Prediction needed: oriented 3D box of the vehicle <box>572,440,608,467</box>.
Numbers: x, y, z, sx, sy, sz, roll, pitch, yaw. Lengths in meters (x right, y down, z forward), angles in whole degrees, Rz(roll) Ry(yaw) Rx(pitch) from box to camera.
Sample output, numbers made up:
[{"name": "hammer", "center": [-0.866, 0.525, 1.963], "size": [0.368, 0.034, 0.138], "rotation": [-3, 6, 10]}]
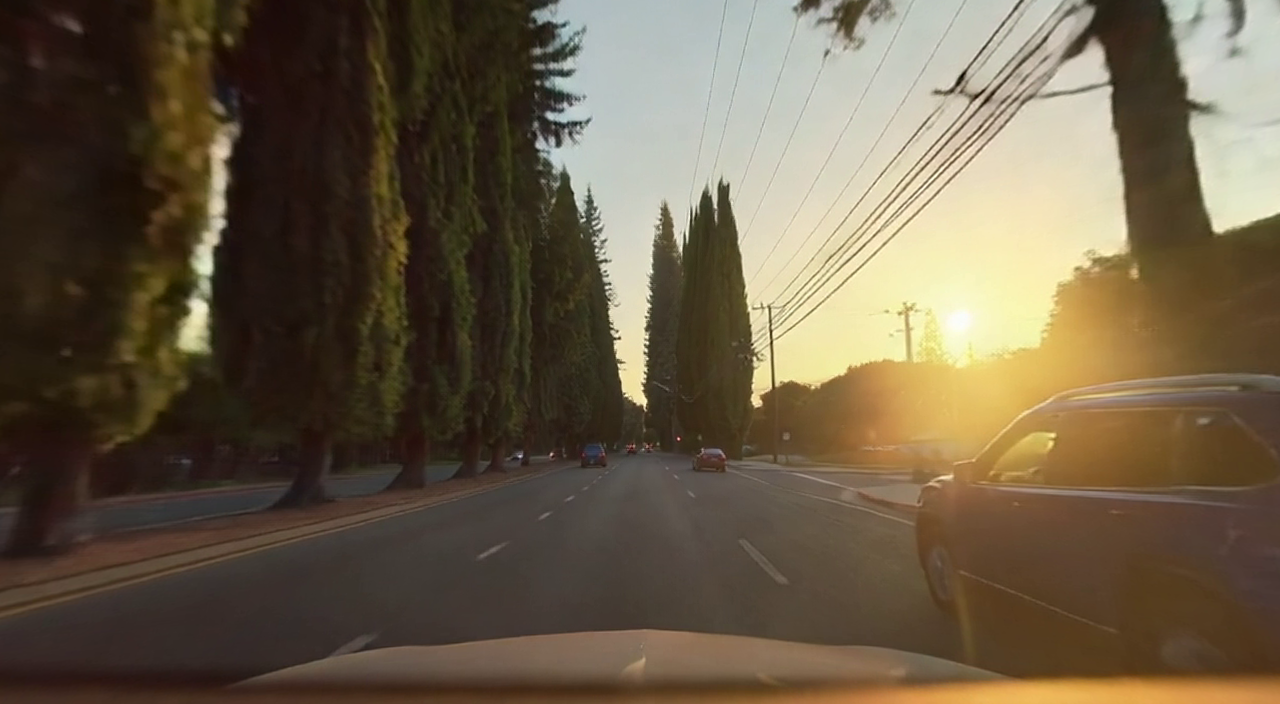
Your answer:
[{"name": "vehicle", "center": [-3.335, 6.860, 42.935], "size": [2.066, 1.725, 4.241], "rotation": [0, -8, 1]}]

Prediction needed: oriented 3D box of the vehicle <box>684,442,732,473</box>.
[{"name": "vehicle", "center": [3.361, 5.305, 31.927], "size": [1.906, 1.468, 4.422], "rotation": [0, -8, -1]}]

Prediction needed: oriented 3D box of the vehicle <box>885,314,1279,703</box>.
[{"name": "vehicle", "center": [3.343, 0.940, 3.498], "size": [2.182, 1.744, 4.464], "rotation": [0, -8, 1]}]
